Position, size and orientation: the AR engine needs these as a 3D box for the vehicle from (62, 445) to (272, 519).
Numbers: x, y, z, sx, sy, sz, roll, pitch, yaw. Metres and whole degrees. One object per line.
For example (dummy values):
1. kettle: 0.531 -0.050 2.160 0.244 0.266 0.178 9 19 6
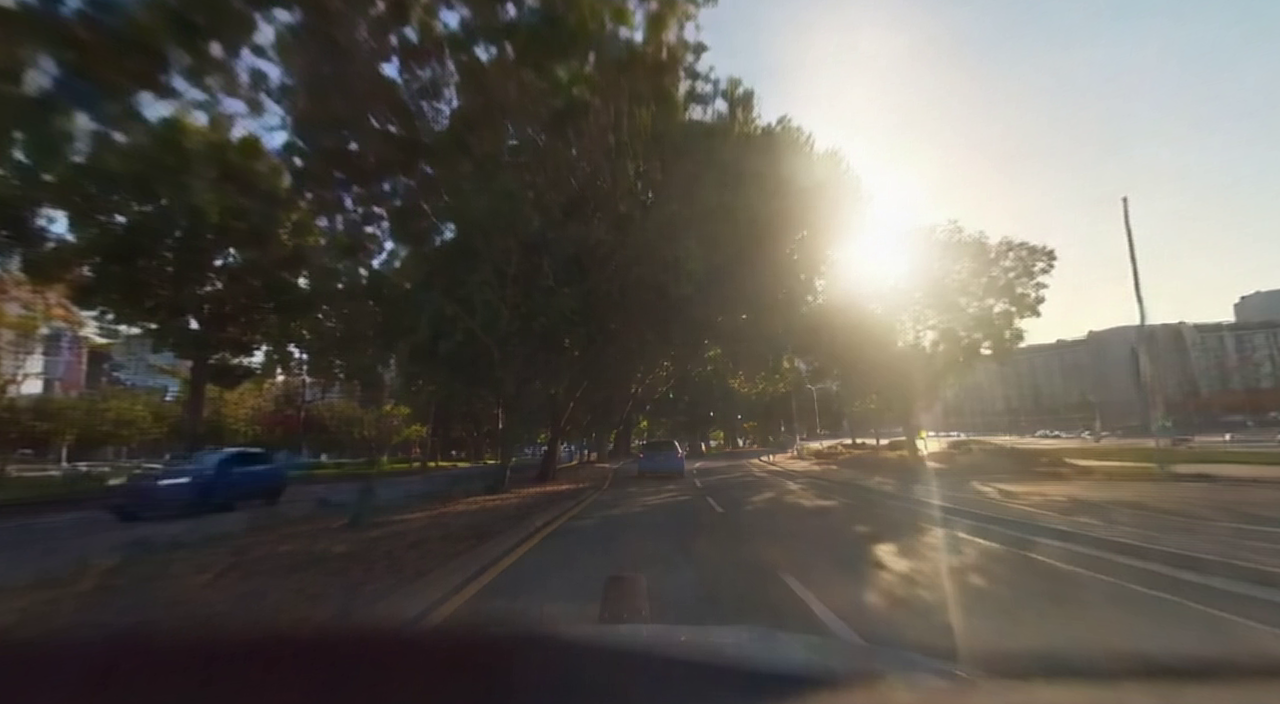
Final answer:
1. vehicle: -11.439 3.114 15.736 1.828 1.480 4.242 0 -8 2

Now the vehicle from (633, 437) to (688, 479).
1. vehicle: 0.877 4.183 25.115 2.010 1.535 3.735 -1 -8 4
